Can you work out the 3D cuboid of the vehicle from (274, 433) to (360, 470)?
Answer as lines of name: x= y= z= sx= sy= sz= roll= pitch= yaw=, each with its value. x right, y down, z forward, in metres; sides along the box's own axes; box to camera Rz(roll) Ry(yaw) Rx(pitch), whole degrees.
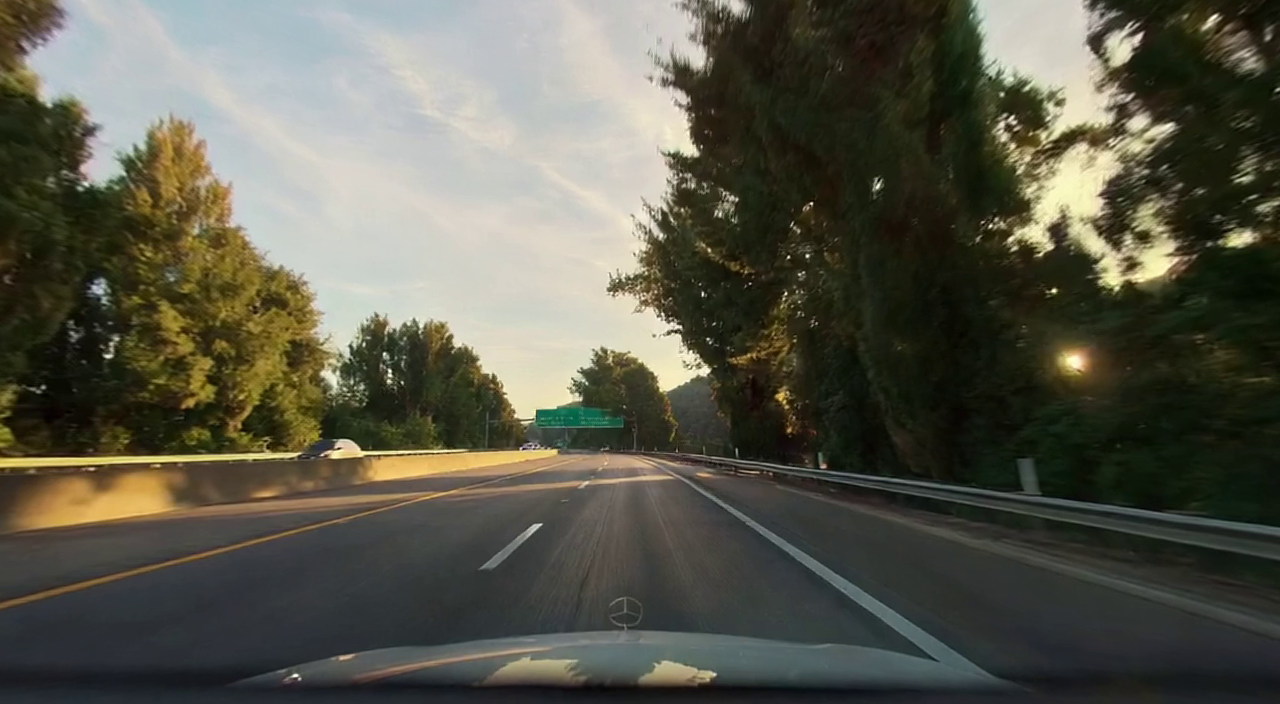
vehicle: x=-15.396 y=4.780 z=30.309 sx=1.981 sy=1.602 sz=4.219 roll=0 pitch=-9 yaw=-1
